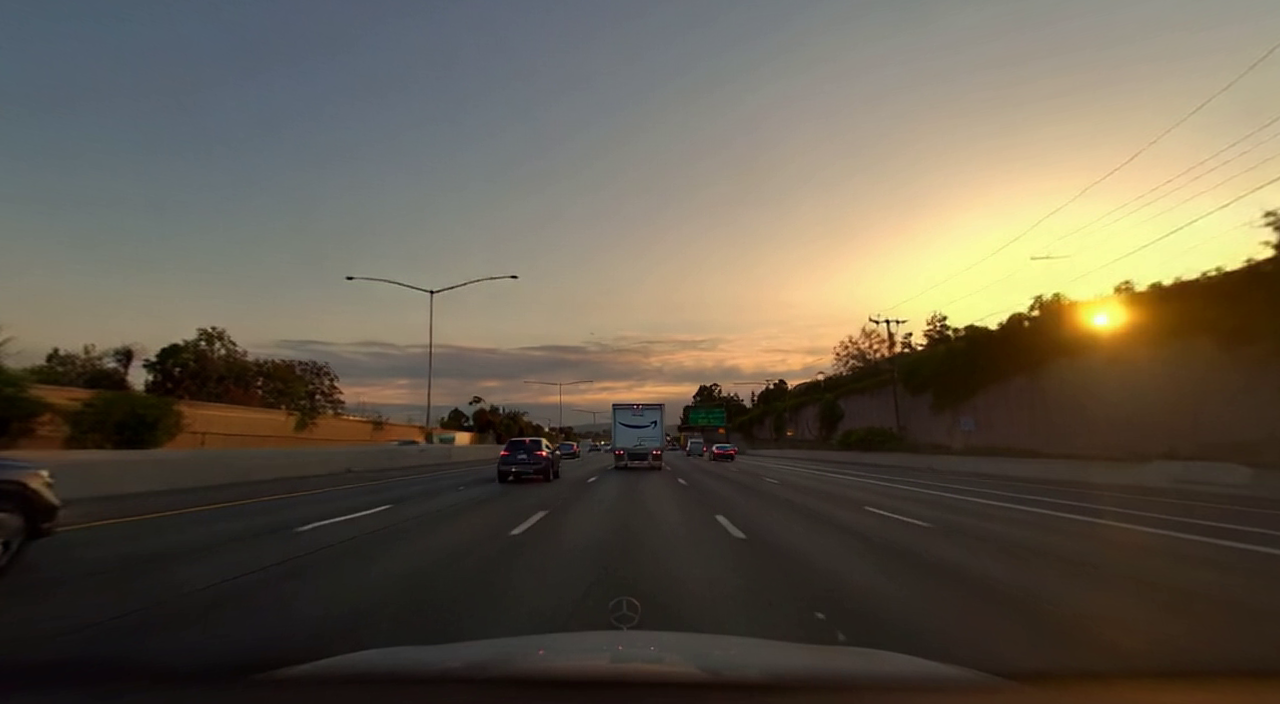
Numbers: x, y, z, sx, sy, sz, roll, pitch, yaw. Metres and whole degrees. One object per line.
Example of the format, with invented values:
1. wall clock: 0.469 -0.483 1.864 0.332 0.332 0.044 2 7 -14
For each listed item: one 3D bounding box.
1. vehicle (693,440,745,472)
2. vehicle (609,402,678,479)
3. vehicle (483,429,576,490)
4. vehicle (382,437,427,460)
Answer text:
1. vehicle: 4.017 5.369 32.672 1.970 1.499 4.491 1 -9 -2
2. vehicle: 0.129 3.603 25.449 2.456 2.705 6.251 0 -9 0
3. vehicle: -3.311 3.334 19.772 2.095 1.688 4.188 0 -9 0
4. vehicle: -15.798 6.482 42.417 1.579 1.453 3.576 0 -8 2
